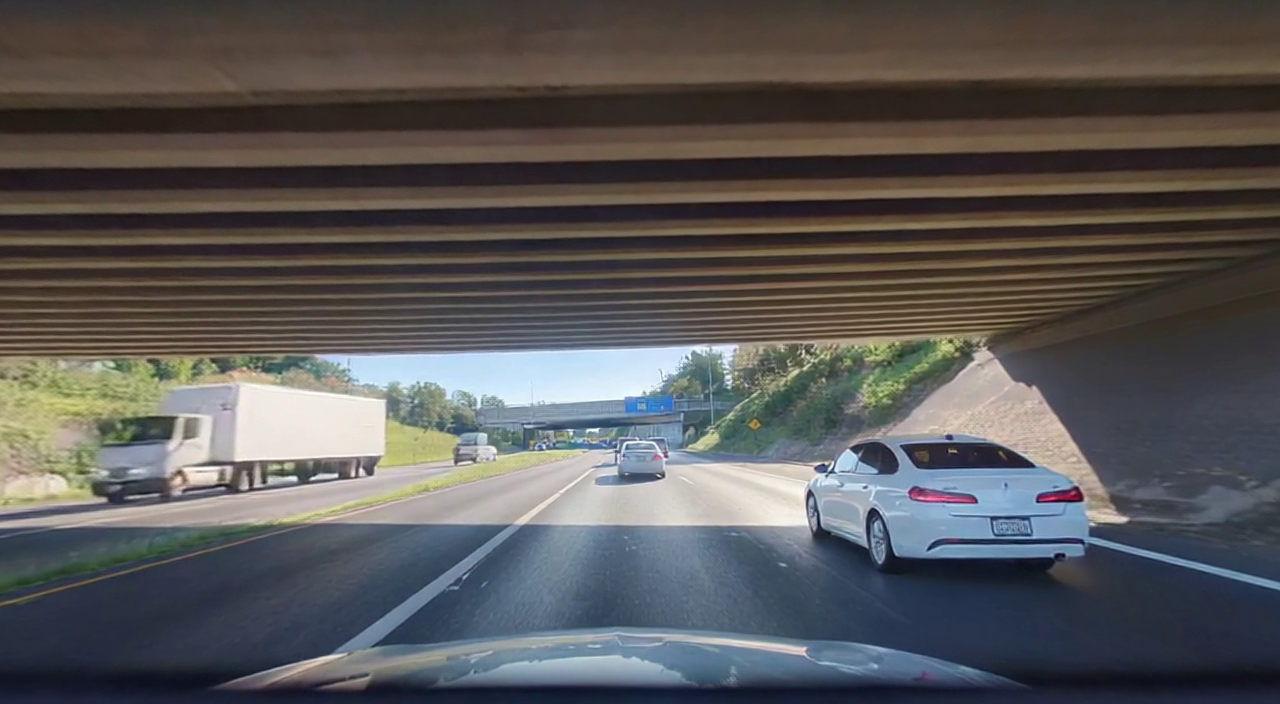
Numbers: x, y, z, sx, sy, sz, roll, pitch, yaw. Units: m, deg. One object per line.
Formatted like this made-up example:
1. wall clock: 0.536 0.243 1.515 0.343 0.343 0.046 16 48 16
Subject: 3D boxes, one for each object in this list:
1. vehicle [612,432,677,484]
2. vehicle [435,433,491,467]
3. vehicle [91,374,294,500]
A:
1. vehicle: 0.085 3.693 22.327 2.092 1.636 4.024 0 -8 -2
2. vehicle: -12.211 6.789 43.752 2.418 2.195 4.922 -1 -8 0
3. vehicle: -15.847 3.102 22.982 3.032 3.983 5.800 0 -8 -1
